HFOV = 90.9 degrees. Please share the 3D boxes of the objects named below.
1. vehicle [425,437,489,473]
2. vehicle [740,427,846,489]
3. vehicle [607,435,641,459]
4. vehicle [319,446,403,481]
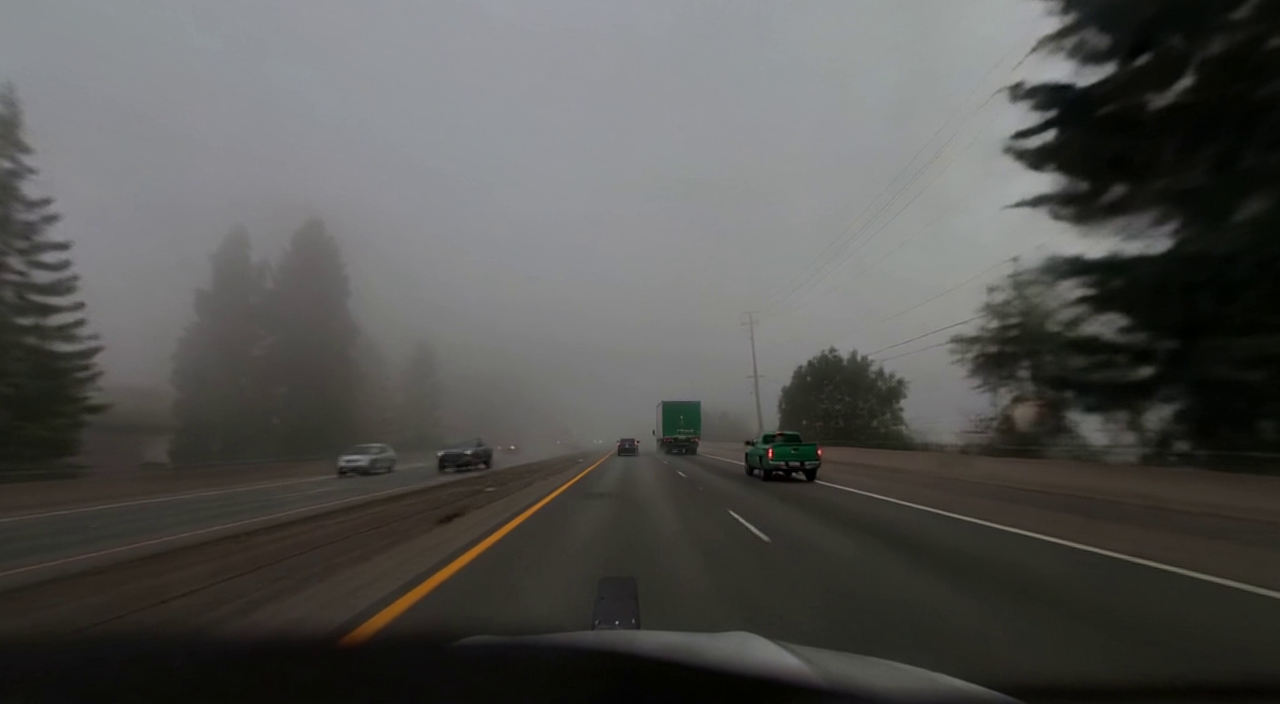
[{"bbox_3d":[-9.149,5.159,31.938,1.941,1.635,4.547,0,-8,-1],"label":"vehicle"},{"bbox_3d":[4.224,2.959,18.028,1.930,1.573,3.853,0,-8,-2],"label":"vehicle"},{"bbox_3d":[-1.037,6.295,41.900,2.163,1.466,3.693,0,-8,-1],"label":"vehicle"},{"bbox_3d":[-13.279,5.313,30.335,1.845,1.447,4.906,0,-8,0],"label":"vehicle"}]
